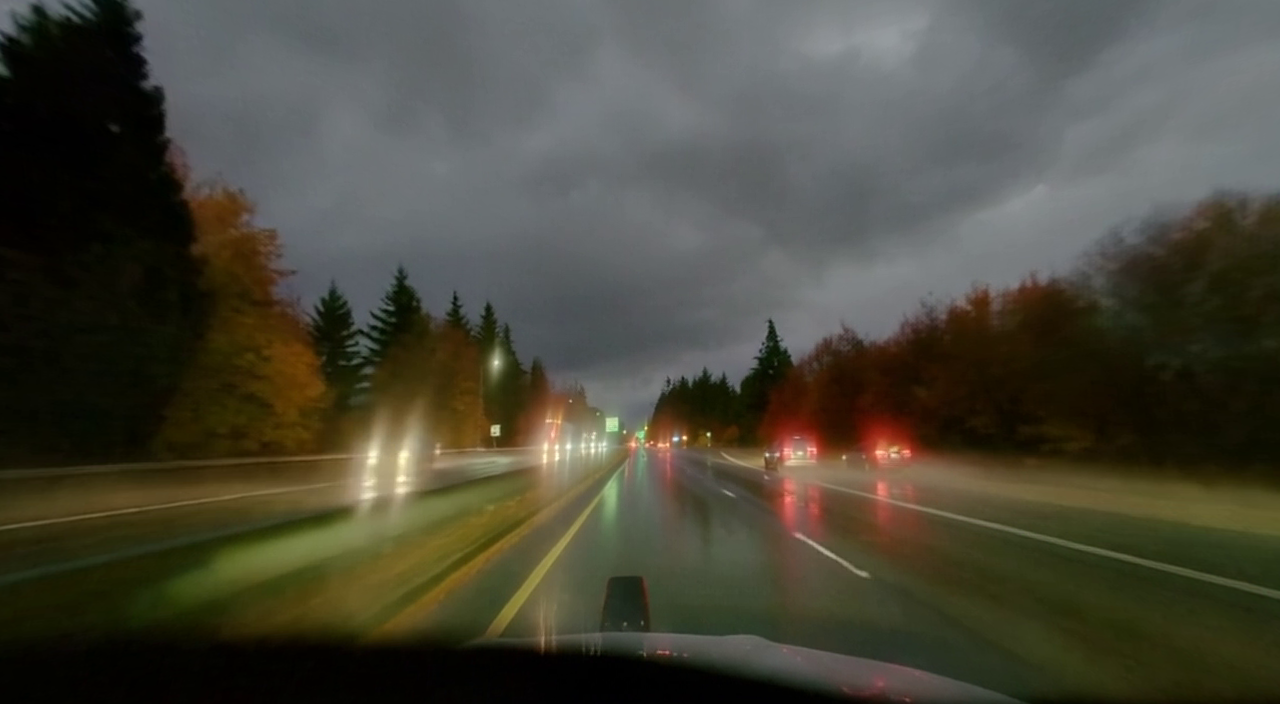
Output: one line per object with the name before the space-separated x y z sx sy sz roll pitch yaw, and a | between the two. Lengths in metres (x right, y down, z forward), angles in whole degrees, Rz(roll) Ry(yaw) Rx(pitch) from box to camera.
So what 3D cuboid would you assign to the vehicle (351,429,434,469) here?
vehicle | -10.869 4.287 27.980 1.935 1.609 4.144 0 -8 1
